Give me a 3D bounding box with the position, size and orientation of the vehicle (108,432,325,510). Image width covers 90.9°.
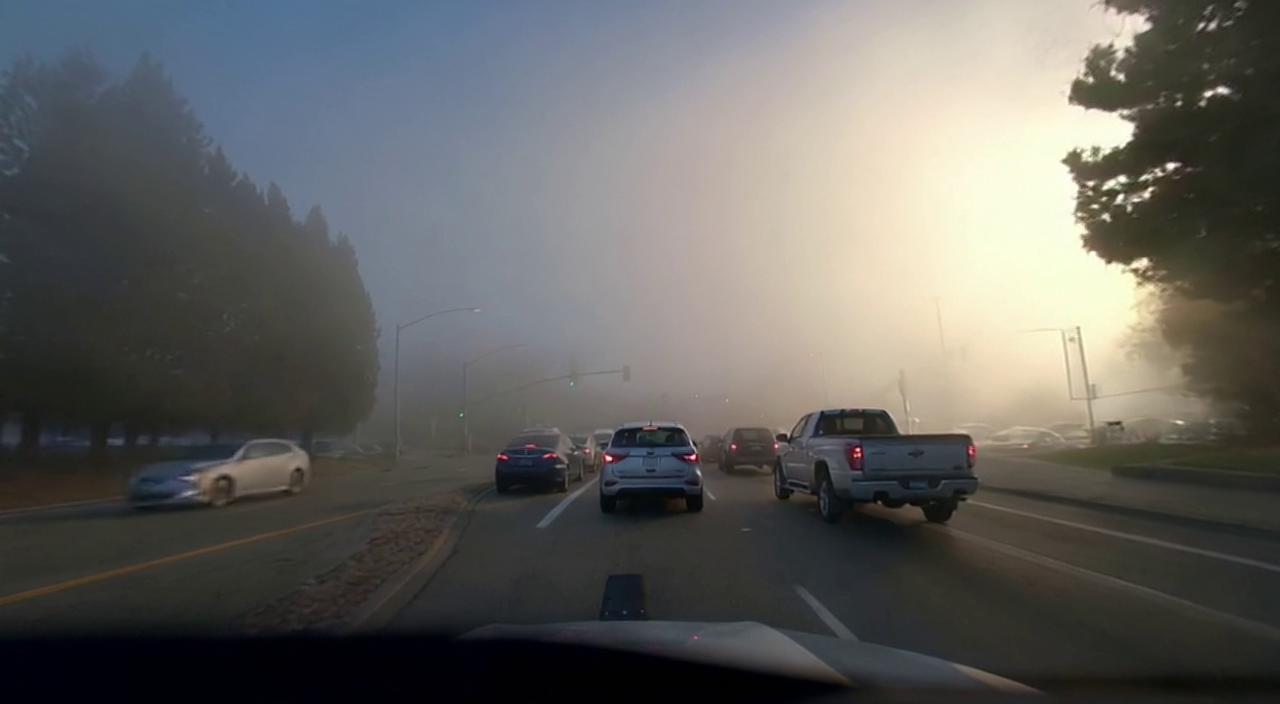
[{"bbox_3d":[-9.298,2.629,14.398,1.868,1.496,4.219,0,-9,3],"label":"vehicle"}]

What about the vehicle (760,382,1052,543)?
[{"bbox_3d":[3.662,1.729,10.367,2.317,1.857,5.940,0,-9,1],"label":"vehicle"}]

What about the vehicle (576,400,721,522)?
[{"bbox_3d":[0.211,1.891,11.265,2.113,1.768,3.901,0,-9,3],"label":"vehicle"}]

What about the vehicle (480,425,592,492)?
[{"bbox_3d":[-2.510,2.728,16.390,2.023,1.494,4.259,0,-9,2],"label":"vehicle"}]
